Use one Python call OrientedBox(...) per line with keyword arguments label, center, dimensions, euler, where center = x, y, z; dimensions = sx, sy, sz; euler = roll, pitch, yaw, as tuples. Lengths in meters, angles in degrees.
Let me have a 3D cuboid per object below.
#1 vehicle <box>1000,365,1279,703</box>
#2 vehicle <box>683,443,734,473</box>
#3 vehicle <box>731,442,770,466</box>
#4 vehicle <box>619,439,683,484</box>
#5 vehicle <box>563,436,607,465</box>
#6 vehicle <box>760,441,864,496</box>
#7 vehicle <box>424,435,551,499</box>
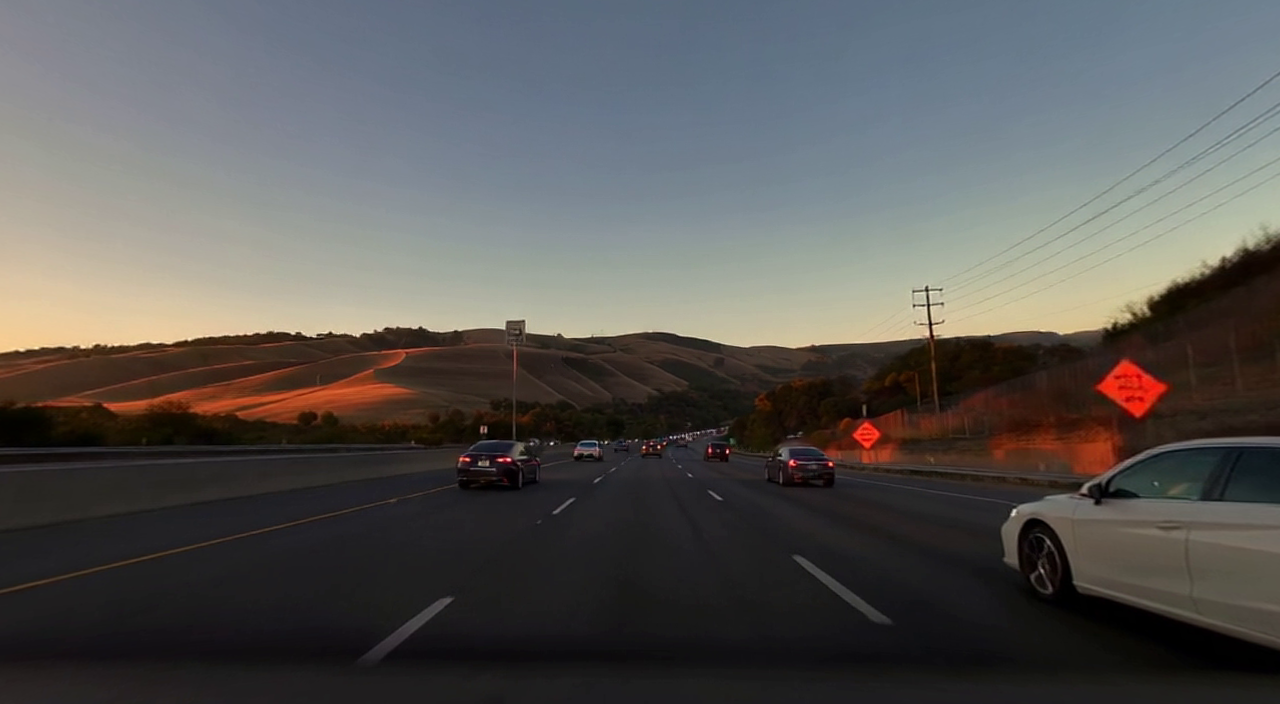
OrientedBox(label="vehicle", center=(3.864, 0.864, 2.595), dimensions=(2.018, 1.670, 4.658), euler=(0, -8, 1))
OrientedBox(label="vehicle", center=(3.530, 5.531, 33.202), dimensions=(2.177, 1.453, 4.205), euler=(0, -8, 0))
OrientedBox(label="vehicle", center=(8.173, 7.607, 47.131), dimensions=(2.042, 1.684, 4.609), euler=(0, -8, 0))
OrientedBox(label="vehicle", center=(0.374, 3.992, 23.320), dimensions=(2.138, 1.473, 4.392), euler=(0, -8, 0))
OrientedBox(label="vehicle", center=(-3.289, 6.019, 38.714), dimensions=(2.234, 1.675, 4.527), euler=(0, -8, 1))
OrientedBox(label="vehicle", center=(5.076, 3.481, 19.238), dimensions=(1.867, 1.465, 4.093), euler=(0, -8, -2))
OrientedBox(label="vehicle", center=(-3.806, 2.965, 16.631), dimensions=(2.232, 1.438, 4.163), euler=(0, -8, 1))
